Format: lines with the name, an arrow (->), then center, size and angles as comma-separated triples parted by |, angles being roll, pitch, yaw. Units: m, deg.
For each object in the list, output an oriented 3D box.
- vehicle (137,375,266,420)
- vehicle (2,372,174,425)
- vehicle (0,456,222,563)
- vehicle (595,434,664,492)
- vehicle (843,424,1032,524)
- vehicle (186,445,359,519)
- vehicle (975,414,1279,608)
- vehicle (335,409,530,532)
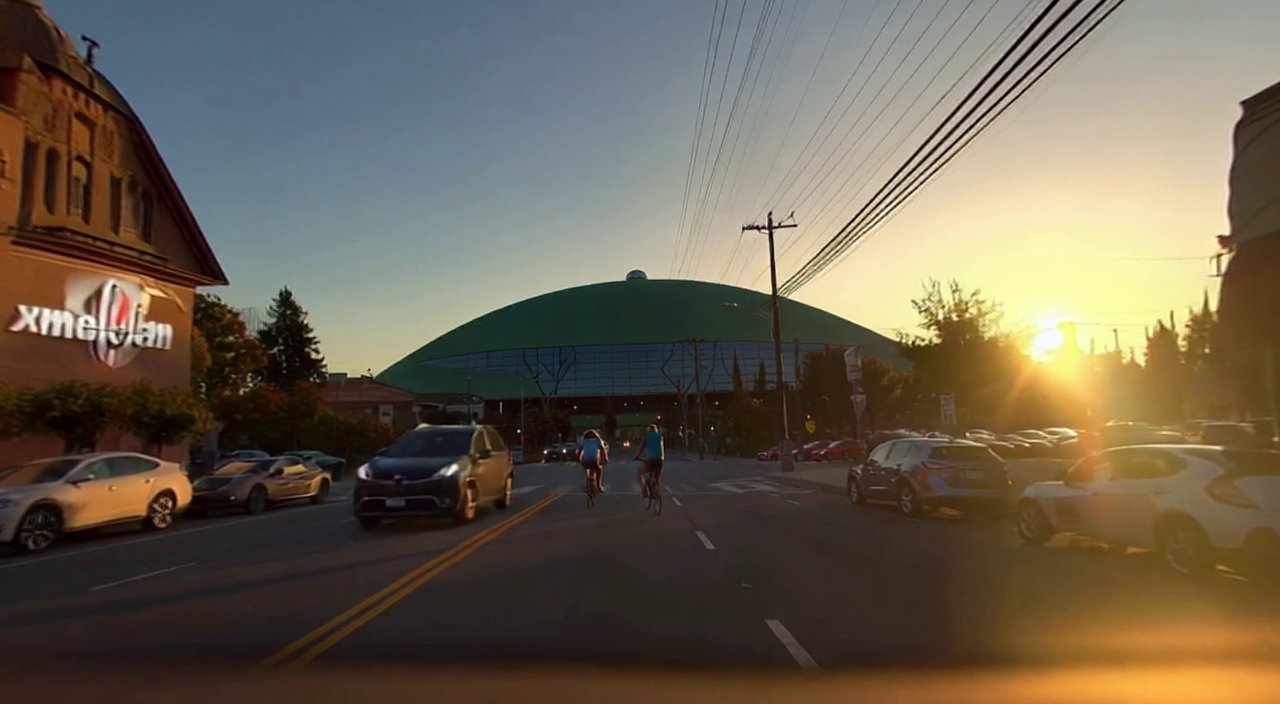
vehicle -> -17.124, 1.824, 24.799 | 3.685, 1.584, 1.708 | 1, -9, -3
vehicle -> -17.277, 1.499, 19.925 | 3.750, 1.495, 1.727 | -1, -8, -2
vehicle -> -10.237, 2.713, 11.680 | 1.904, 1.495, 4.585 | 0, -8, 0
vehicle -> -0.353, 3.809, 21.987 | 2.190, 1.783, 4.048 | 0, -8, -1
vehicle -> 5.801, 2.411, 12.990 | 1.873, 1.714, 3.979 | 0, -8, -1
vehicle -> -10.265, 3.605, 18.243 | 2.075, 1.816, 4.900 | 0, -8, -1
vehicle -> 5.869, 1.587, 7.191 | 1.900, 1.566, 3.995 | 0, -8, 0
vehicle -> -3.761, 2.260, 12.646 | 2.184, 1.954, 4.898 | 0, -8, 0
